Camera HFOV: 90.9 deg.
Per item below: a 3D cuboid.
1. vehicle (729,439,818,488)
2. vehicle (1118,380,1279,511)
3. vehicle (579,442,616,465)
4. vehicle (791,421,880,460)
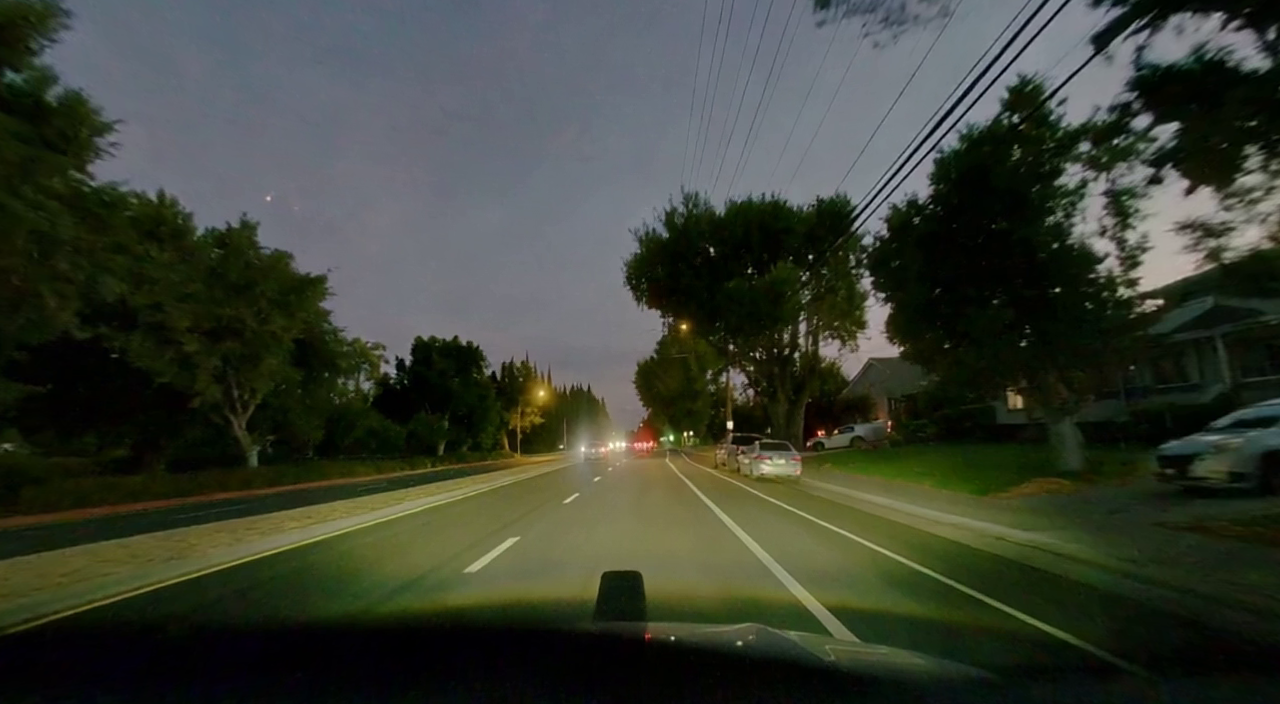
[{"bbox_3d":[4.570,3.893,22.382,2.241,1.536,4.682,0,-9,2],"label":"vehicle"},{"bbox_3d":[11.513,1.422,10.588,4.860,1.919,2.318,-4,-9,2],"label":"vehicle"},{"bbox_3d":[-2.901,7.113,44.317,2.084,1.466,4.522,-1,-9,2],"label":"vehicle"},{"bbox_3d":[11.858,5.444,38.625,4.888,1.758,2.037,-8,-10,12],"label":"vehicle"}]
